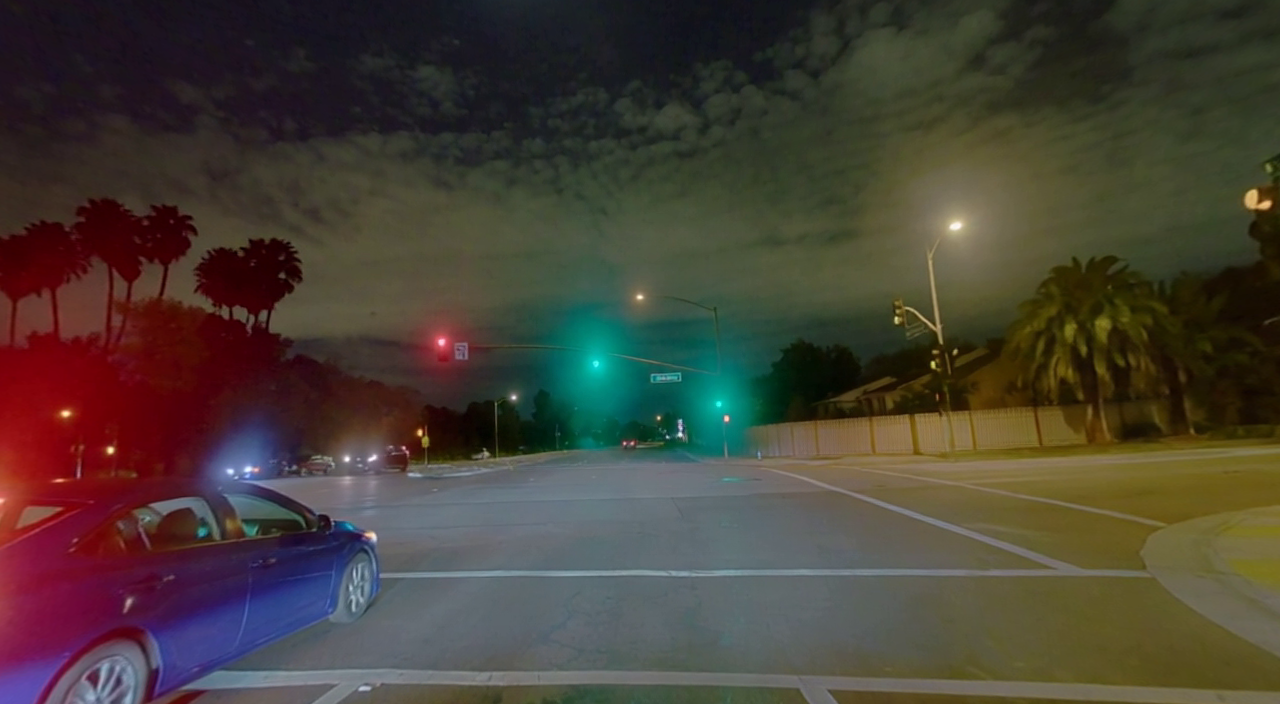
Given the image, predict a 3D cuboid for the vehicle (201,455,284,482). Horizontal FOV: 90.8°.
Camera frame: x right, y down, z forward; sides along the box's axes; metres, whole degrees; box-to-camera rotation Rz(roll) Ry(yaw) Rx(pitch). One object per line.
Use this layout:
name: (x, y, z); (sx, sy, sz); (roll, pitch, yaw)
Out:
vehicle: (-24.114, 7.059, 38.562); (2.019, 1.427, 4.630); (-1, -9, 2)

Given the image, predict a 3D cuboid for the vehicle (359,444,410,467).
vehicle: (-19.871, 8.049, 49.313); (1.929, 1.644, 4.763); (0, -9, 1)

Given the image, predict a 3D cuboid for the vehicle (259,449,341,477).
vehicle: (-20.041, 6.521, 37.513); (2.084, 1.528, 4.778); (0, -9, 1)
